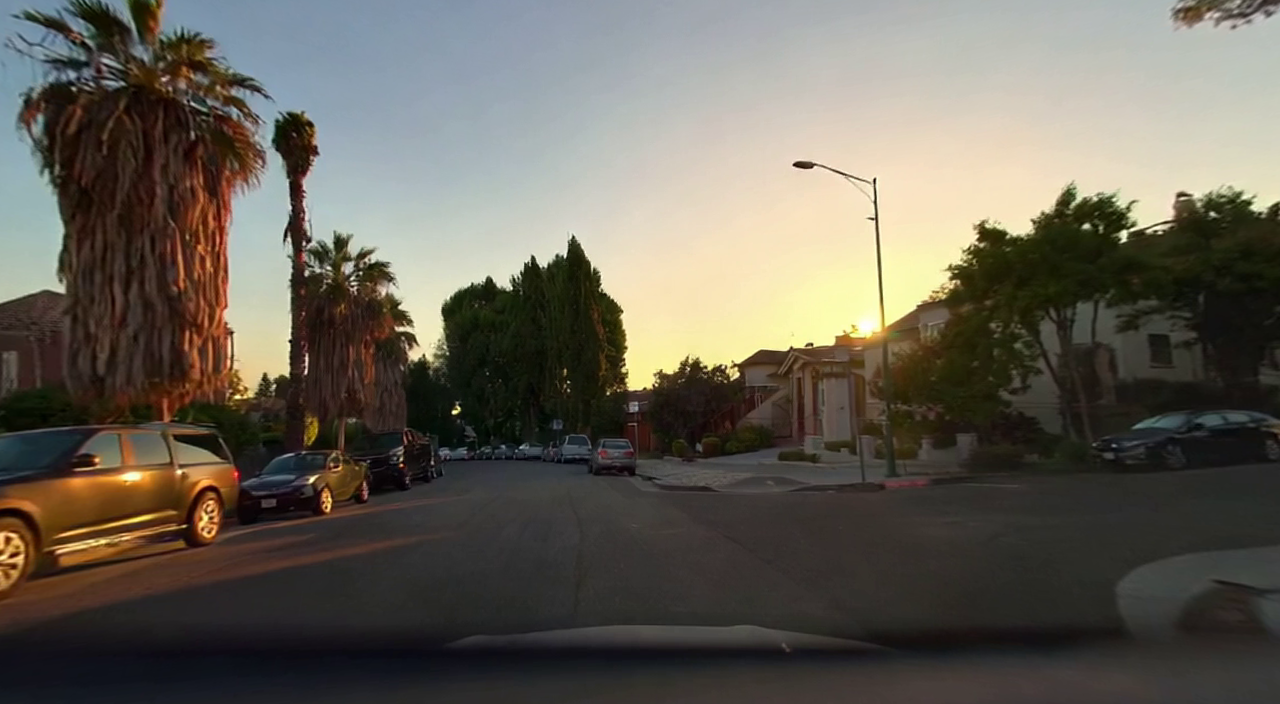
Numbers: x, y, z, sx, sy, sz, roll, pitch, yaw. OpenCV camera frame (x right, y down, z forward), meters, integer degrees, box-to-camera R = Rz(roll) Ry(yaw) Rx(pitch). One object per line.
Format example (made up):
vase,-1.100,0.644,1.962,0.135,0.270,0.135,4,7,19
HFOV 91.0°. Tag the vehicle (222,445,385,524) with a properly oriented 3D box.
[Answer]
vehicle,-7.791,3.038,15.114,1.875,1.585,4.184,1,-8,-5

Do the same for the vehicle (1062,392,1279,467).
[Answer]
vehicle,13.003,1.842,14.761,4.950,1.606,2.003,1,-8,-8

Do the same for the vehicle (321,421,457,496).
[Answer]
vehicle,-8.322,3.604,21.824,2.624,2.178,6.522,1,-8,-6

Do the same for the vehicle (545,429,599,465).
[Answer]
vehicle,-4.241,5.775,38.356,2.139,1.997,4.864,3,-9,-20

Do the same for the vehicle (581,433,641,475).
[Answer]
vehicle,-1.348,4.377,27.308,2.076,1.658,4.604,1,-8,-9

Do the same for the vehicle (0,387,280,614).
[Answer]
vehicle,-7.547,1.723,8.049,2.556,2.156,6.159,0,-8,-4
